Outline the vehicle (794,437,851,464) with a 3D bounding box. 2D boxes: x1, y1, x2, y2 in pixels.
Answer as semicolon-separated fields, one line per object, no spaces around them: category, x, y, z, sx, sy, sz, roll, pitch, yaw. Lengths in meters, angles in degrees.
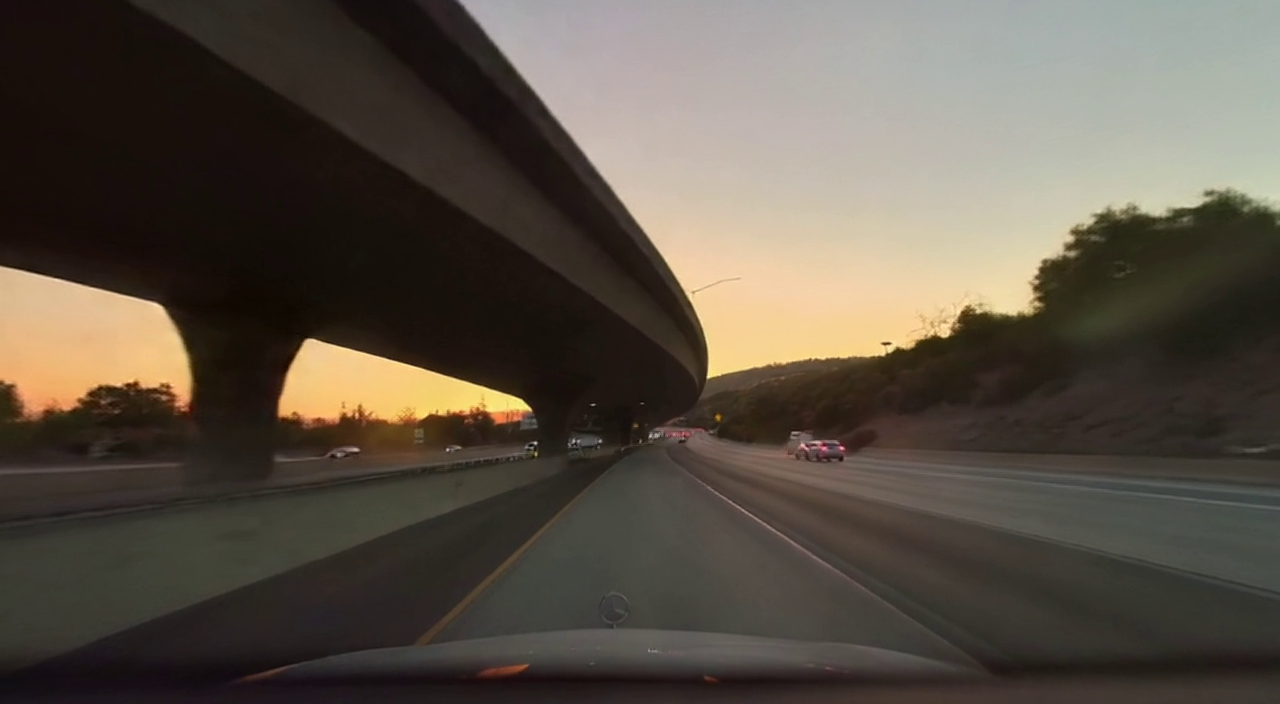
vehicle;11.276;6.111;39.282;2.229;1.599;4.253;0;-8;0
